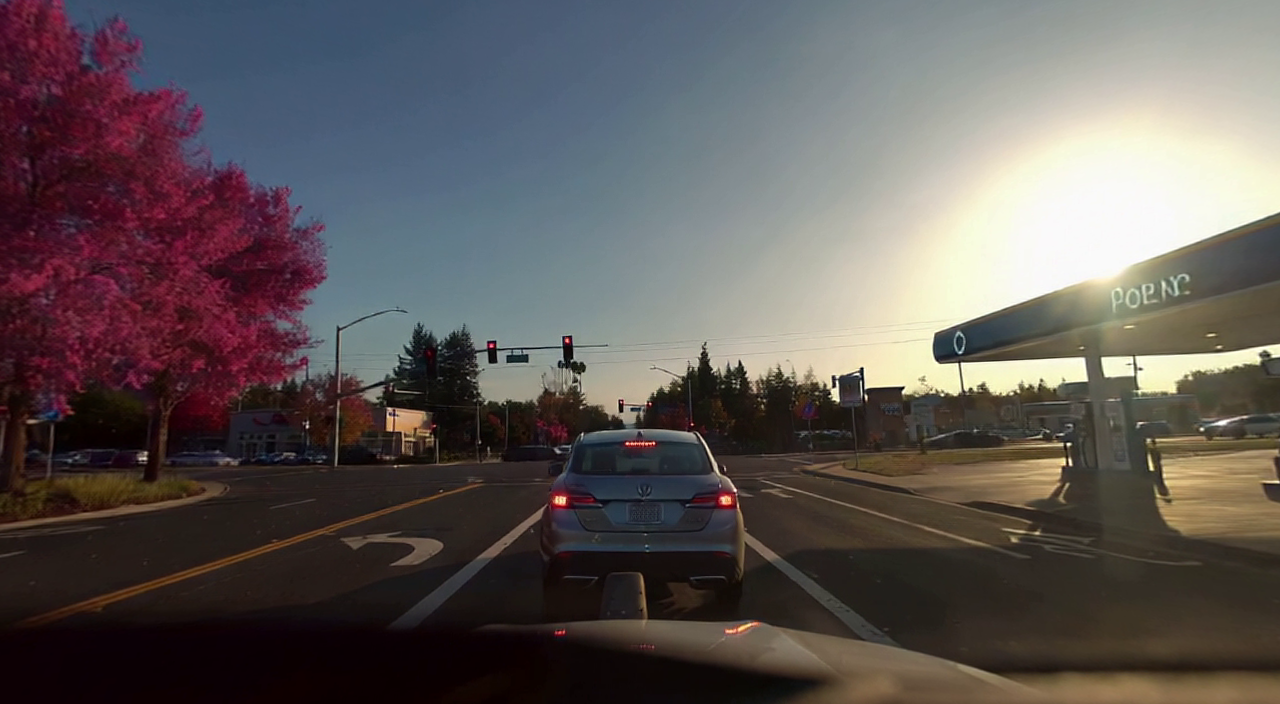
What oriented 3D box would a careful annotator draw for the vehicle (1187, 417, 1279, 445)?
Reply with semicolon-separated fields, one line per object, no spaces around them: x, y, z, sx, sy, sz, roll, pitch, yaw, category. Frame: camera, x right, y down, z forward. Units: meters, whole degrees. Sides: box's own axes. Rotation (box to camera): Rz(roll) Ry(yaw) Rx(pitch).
36.319;4.862;38.489;1.848;1.581;4.475;0;-8;2;vehicle

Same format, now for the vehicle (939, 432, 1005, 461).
18.391;5.238;34.846;2.053;1.495;4.091;-8;-12;44;vehicle

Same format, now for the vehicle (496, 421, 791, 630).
0.014;1.546;6.621;2.112;1.482;4.057;0;-8;0;vehicle

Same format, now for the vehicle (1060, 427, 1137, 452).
34.770;6.621;47.865;4.294;1.557;1.744;-4;-8;1;vehicle

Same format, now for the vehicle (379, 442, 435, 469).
-17.391;7.685;46.893;4.660;1.867;2.019;-8;-11;43;vehicle

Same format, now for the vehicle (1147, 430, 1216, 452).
40.947;6.725;47.694;3.573;1.432;1.604;-3;-8;1;vehicle

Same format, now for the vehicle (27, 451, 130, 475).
-37.986;7.477;42.748;1.889;1.455;4.813;-6;-10;34;vehicle
